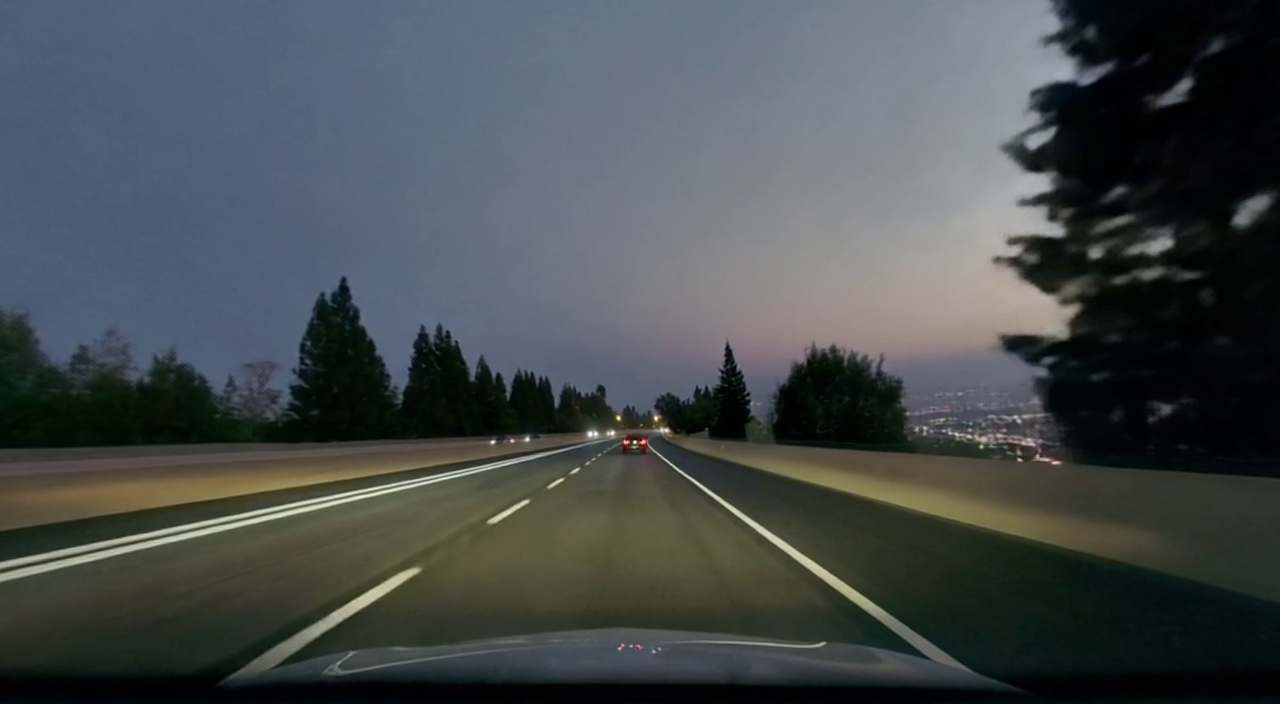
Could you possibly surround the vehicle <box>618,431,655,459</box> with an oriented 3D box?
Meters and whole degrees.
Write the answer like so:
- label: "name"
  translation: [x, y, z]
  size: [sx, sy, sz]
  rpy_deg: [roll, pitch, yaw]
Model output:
- label: "vehicle"
  translation: [-0.227, 5.789, 39.370]
  size: [2.134, 1.654, 4.174]
  rpy_deg: [0, -8, -1]
